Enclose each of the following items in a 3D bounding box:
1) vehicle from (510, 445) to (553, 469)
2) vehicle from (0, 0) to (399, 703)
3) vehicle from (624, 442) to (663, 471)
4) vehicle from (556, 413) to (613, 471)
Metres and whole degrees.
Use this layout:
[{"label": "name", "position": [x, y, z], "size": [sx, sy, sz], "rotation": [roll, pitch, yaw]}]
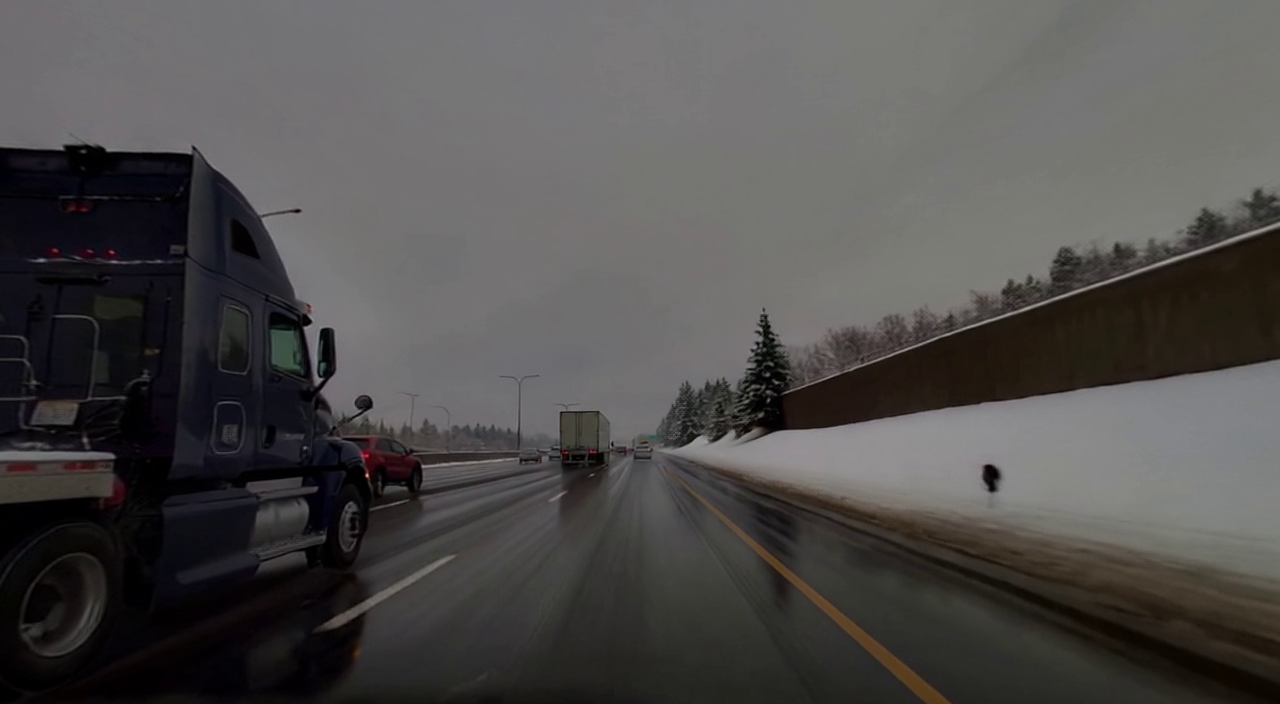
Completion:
[{"label": "vehicle", "position": [-7.091, 6.922, 41.495], "size": [1.962, 1.489, 4.002], "rotation": [0, -9, 2]}, {"label": "vehicle", "position": [-3.631, -0.074, 0.510], "size": [3.025, 3.266, 9.256], "rotation": [0, -9, 1]}, {"label": "vehicle", "position": [0.222, 6.200, 37.528], "size": [2.178, 1.640, 4.071], "rotation": [0, -9, 1]}, {"label": "vehicle", "position": [-3.424, 5.939, 41.198], "size": [2.956, 3.331, 9.575], "rotation": [0, -9, -1]}]
